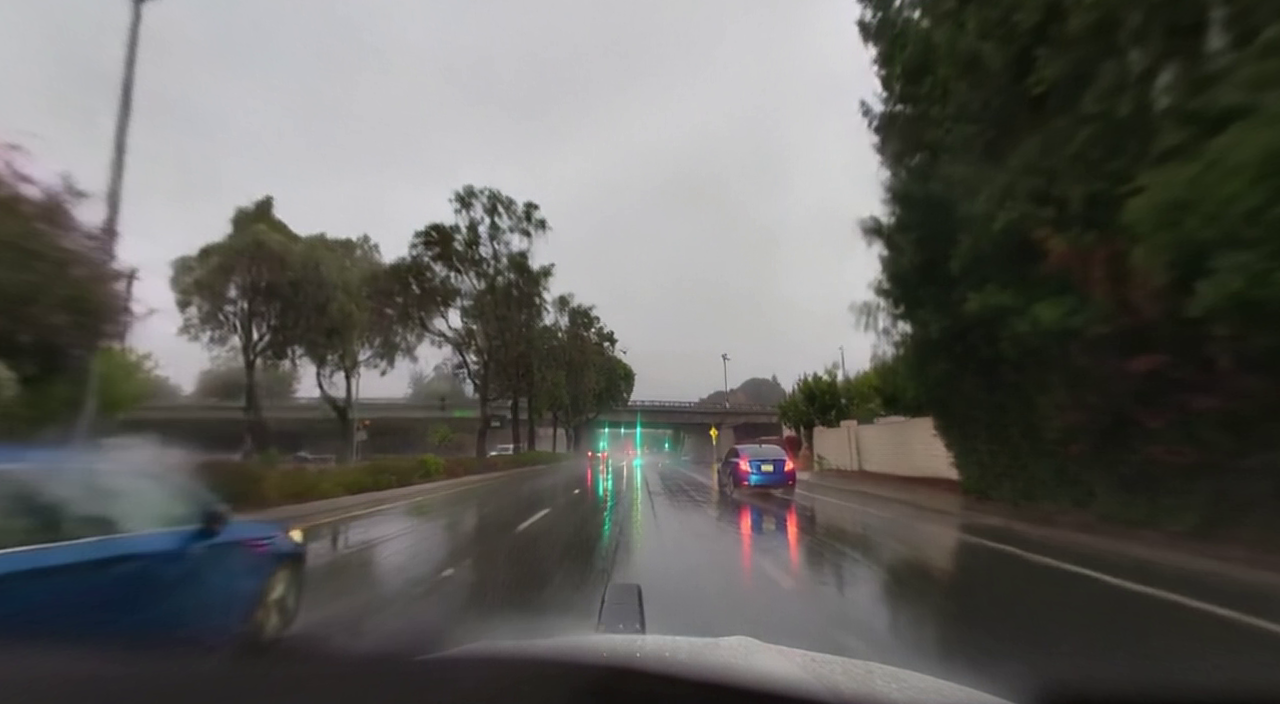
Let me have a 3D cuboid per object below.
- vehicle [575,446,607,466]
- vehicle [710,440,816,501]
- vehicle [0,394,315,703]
[{"bbox_3d":[-3.678,7.920,48.303,2.041,1.460,4.036,0,-8,1],"label":"vehicle"},{"bbox_3d":[3.303,3.267,17.901,2.068,1.497,4.247,0,-8,-1],"label":"vehicle"},{"bbox_3d":[-3.342,0.887,2.179,2.060,1.484,4.417,0,-8,0],"label":"vehicle"}]
